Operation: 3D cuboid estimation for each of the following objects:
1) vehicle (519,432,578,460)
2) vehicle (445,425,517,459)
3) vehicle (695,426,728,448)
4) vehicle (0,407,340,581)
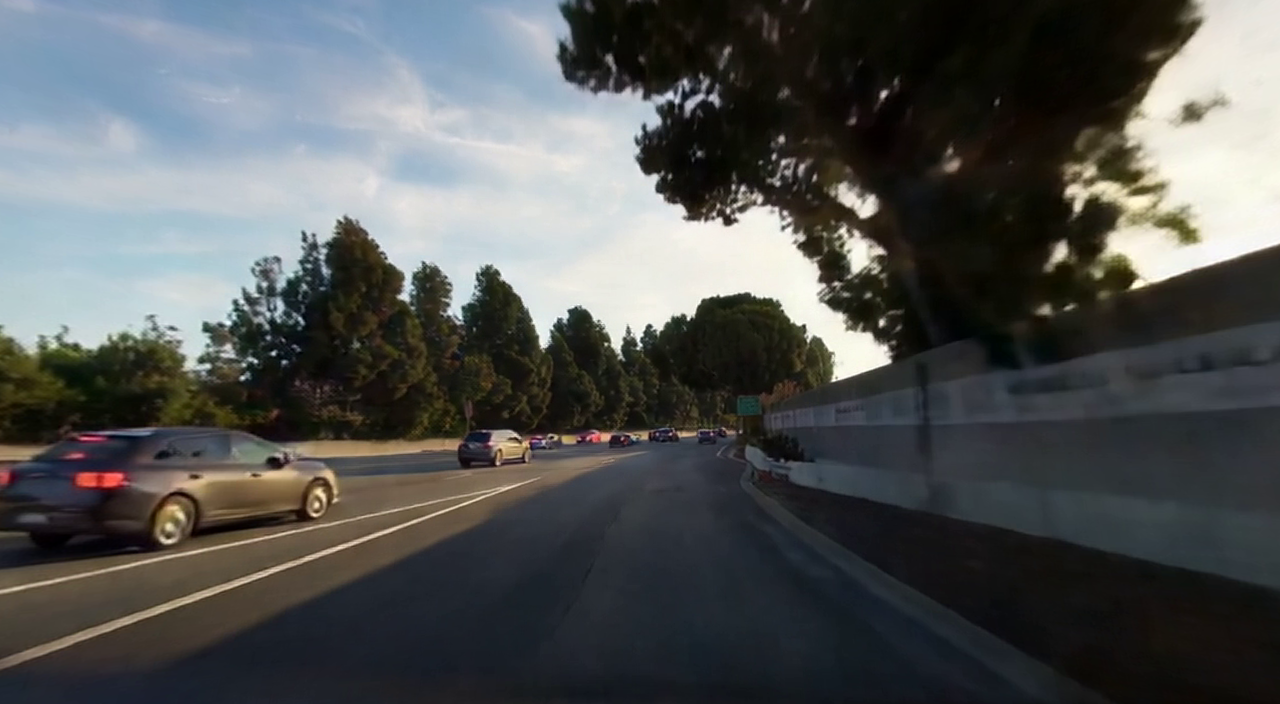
[{"bbox_3d":[-5.032,5.233,35.351,1.860,1.442,4.332,-2,-8,12],"label":"vehicle"},{"bbox_3d":[-8.934,5.128,35.904,2.089,1.736,4.662,-2,-8,12],"label":"vehicle"},{"bbox_3d":[5.629,6.716,49.555,2.012,1.622,4.166,-2,-9,13],"label":"vehicle"},{"bbox_3d":[-6.468,1.704,8.498,2.082,1.638,4.644,-2,-8,8],"label":"vehicle"}]
